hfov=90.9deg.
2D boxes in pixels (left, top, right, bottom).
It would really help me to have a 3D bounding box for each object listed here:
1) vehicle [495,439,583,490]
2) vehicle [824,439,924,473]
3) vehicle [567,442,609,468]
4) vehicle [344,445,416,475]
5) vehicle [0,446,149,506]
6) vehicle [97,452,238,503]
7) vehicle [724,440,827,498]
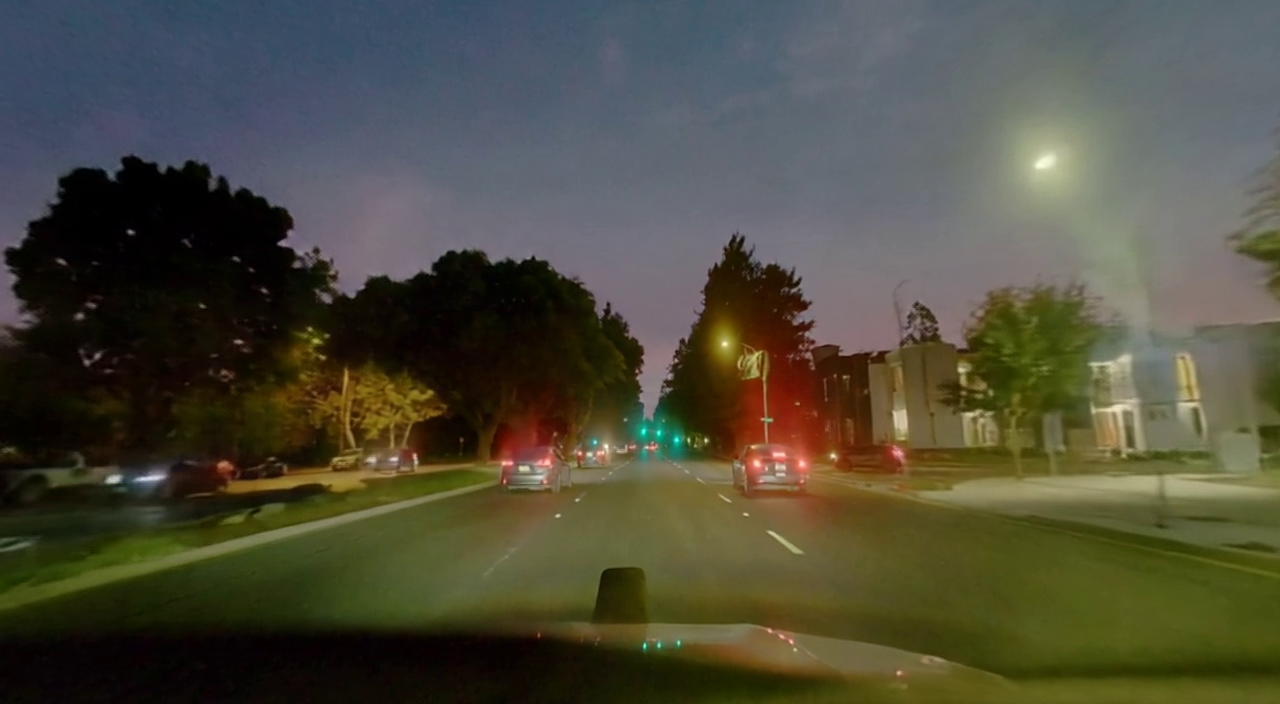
[{"bbox_3d":[-3.143,3.607,20.615,2.053,1.480,4.381,0,-8,2],"label":"vehicle"},{"bbox_3d":[12.501,5.579,34.032,4.717,1.733,1.994,-1,-9,10],"label":"vehicle"},{"bbox_3d":[-3.066,6.179,38.000,1.988,1.497,4.404,0,-8,3],"label":"vehicle"},{"bbox_3d":[-18.145,7.521,44.338,2.345,1.906,6.020,0,-8,2],"label":"vehicle"},{"bbox_3d":[-22.481,4.735,24.608,2.928,2.070,4.368,0,-8,3],"label":"vehicle"},{"bbox_3d":[-15.991,4.227,21.614,1.804,1.502,3.839,0,-8,1],"label":"vehicle"},{"bbox_3d":[3.847,3.384,18.738,2.010,1.486,4.498,0,-8,0],"label":"vehicle"}]
